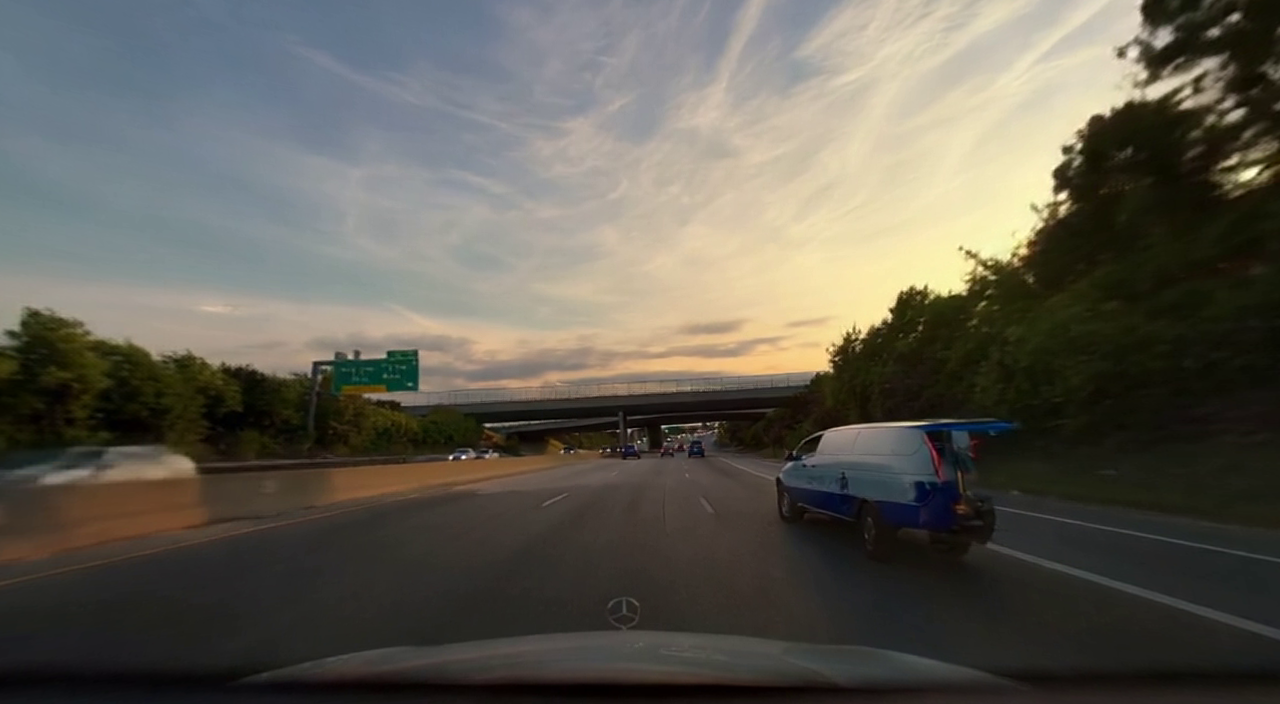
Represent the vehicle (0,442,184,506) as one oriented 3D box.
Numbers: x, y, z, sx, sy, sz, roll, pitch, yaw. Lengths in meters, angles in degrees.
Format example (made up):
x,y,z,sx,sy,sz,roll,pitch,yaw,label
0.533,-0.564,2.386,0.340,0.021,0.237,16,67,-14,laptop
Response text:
x,y,z,sx,sy,sz,roll,pitch,yaw,label
-16.584,3.538,18.916,2.086,1.630,4.882,0,-9,1,vehicle
